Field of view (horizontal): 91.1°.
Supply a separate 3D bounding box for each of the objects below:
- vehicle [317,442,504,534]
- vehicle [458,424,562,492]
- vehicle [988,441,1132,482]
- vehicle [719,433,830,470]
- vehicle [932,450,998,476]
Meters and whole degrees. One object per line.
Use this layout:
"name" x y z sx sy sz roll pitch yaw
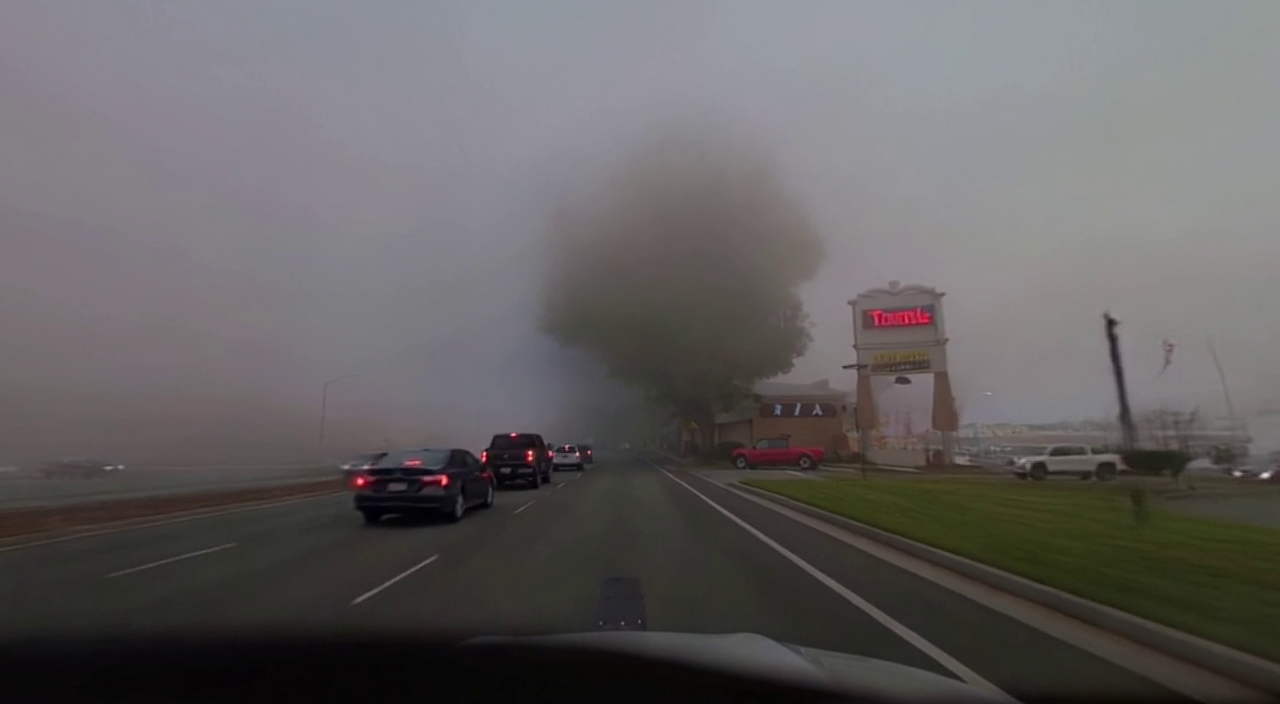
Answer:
"vehicle" -4.119 2.490 12.205 2.113 1.446 4.309 0 -8 -2
"vehicle" -4.504 3.800 22.996 2.664 2.122 6.124 0 -8 -2
"vehicle" 19.701 5.141 29.696 5.120 1.817 2.154 -1 -8 6
"vehicle" 6.250 4.725 29.624 4.813 1.622 2.110 0 -11 4
"vehicle" 19.872 6.783 38.568 1.646 1.418 3.910 1 -8 -5
